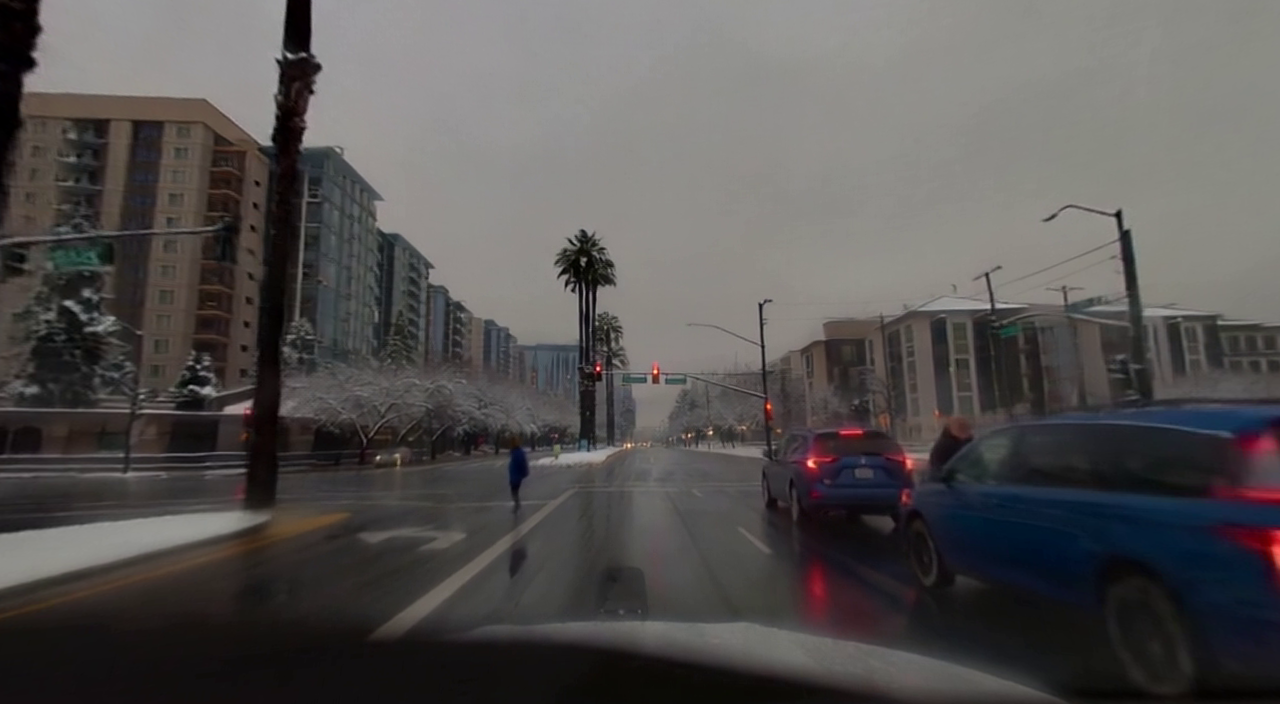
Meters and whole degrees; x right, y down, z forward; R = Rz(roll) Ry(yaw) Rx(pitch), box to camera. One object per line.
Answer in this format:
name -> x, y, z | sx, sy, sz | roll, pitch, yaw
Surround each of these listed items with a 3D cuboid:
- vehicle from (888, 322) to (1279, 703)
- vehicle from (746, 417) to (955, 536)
vehicle -> 3.647, 0.997, 4.147 | 2.060, 1.756, 4.770 | 0, -9, 0
vehicle -> 3.303, 2.054, 10.968 | 2.060, 1.631, 4.169 | 0, -9, -2
